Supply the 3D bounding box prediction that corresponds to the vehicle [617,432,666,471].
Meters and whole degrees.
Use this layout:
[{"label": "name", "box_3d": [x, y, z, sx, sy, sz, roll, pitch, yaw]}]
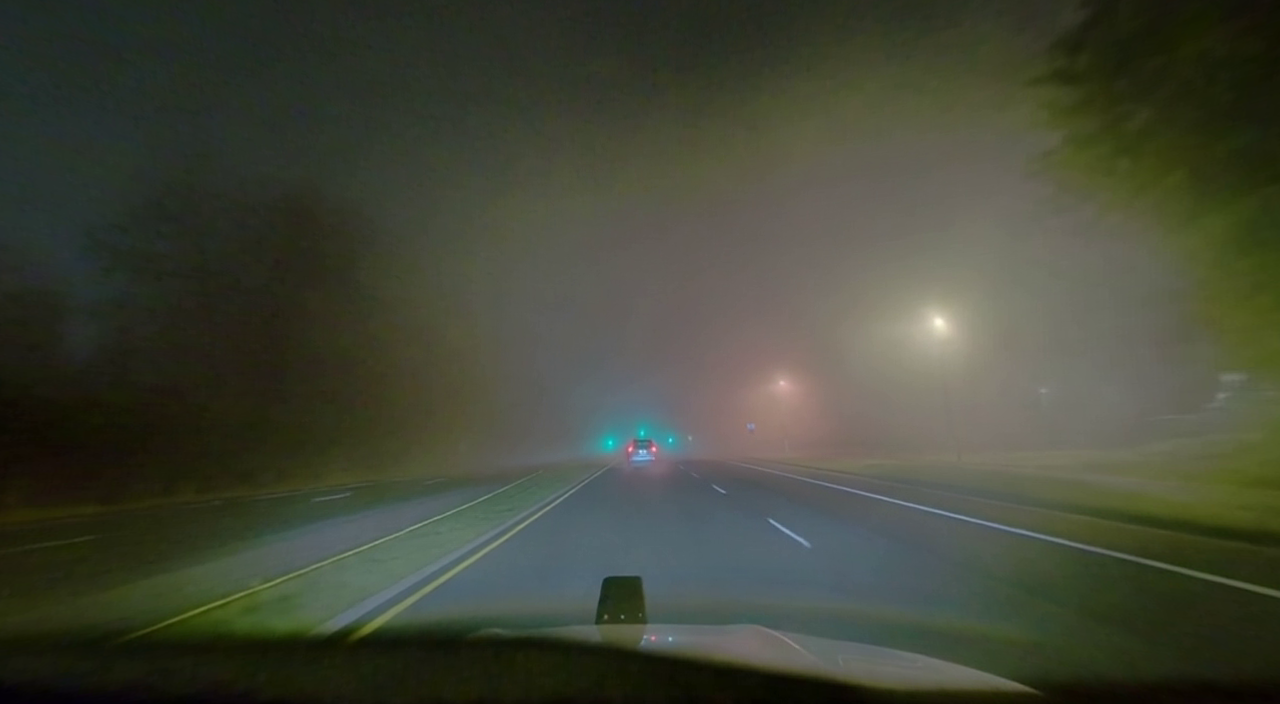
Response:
[{"label": "vehicle", "box_3d": [0.077, 4.855, 30.777, 2.256, 1.734, 4.176, 0, -9, 0]}]
